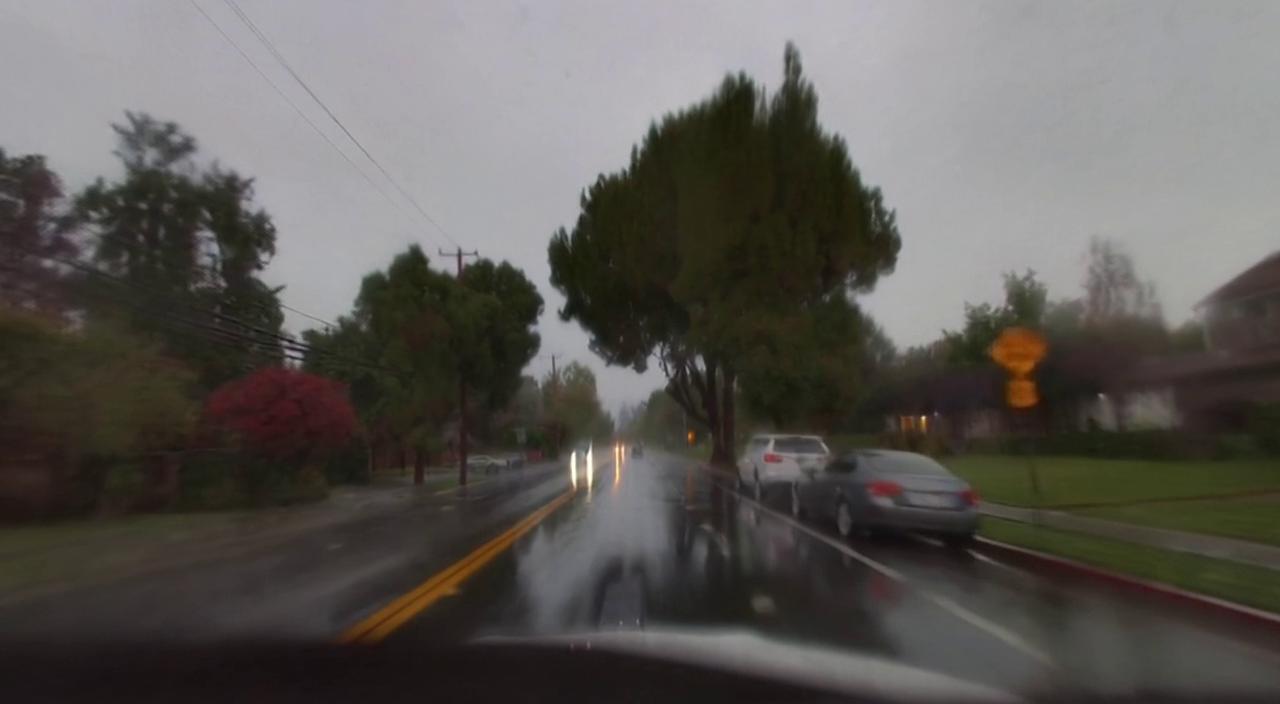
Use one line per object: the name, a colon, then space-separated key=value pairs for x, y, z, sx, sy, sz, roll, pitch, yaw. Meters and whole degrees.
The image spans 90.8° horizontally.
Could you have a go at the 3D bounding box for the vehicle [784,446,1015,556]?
vehicle: x=3.933 y=2.311 z=10.642 sx=1.874 sy=1.415 sz=4.683 roll=0 pitch=-9 yaw=0

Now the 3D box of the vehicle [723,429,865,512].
vehicle: x=3.717 y=2.990 z=16.454 sx=2.310 sy=1.784 sz=4.993 roll=0 pitch=-9 yaw=-2

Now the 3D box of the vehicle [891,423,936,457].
vehicle: x=17.096 y=5.537 z=39.683 sx=2.068 sy=1.963 sz=5.037 roll=-3 pitch=-9 yaw=19
